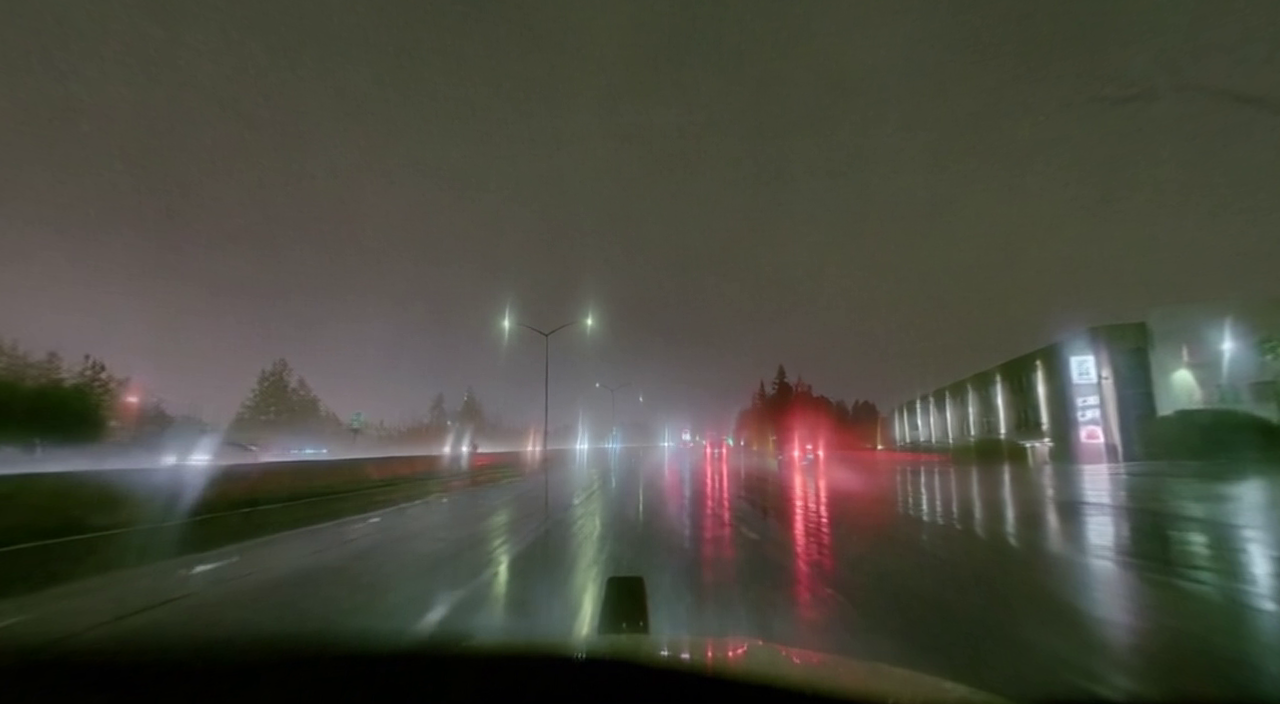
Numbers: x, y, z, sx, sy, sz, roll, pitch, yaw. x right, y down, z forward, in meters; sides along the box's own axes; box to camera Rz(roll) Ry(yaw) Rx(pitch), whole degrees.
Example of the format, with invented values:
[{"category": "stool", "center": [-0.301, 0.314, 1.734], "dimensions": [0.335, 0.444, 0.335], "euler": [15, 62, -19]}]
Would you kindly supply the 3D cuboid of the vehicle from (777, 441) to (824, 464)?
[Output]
[{"category": "vehicle", "center": [10.920, 6.873, 43.260], "dimensions": [2.000, 1.514, 4.585], "euler": [0, -9, 0]}]
